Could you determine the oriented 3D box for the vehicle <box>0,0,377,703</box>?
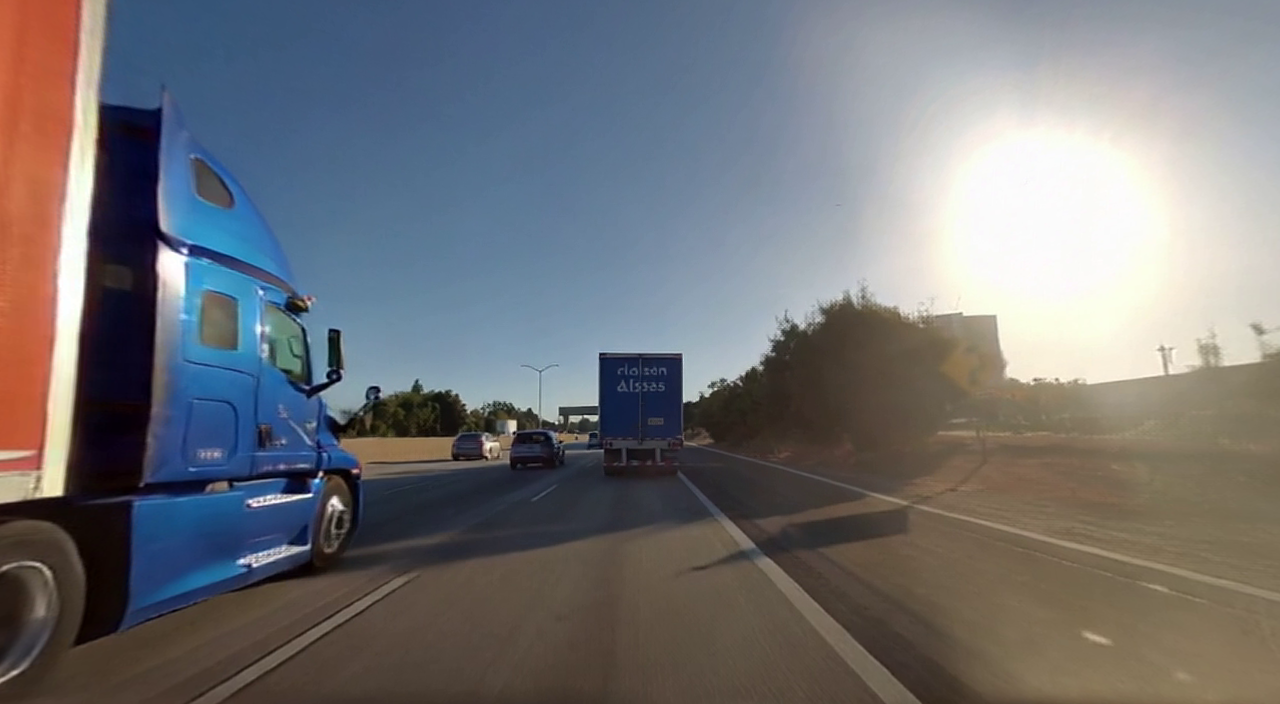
[{"bbox_3d":[-4.270,-0.159,3.715,3.007,4.031,6.044,0,-7,-3],"label":"vehicle"}]

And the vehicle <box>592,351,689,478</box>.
[{"bbox_3d":[-0.169,2.715,25.741,3.118,4.106,10.719,0,-8,-2],"label":"vehicle"}]

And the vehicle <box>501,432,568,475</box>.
[{"bbox_3d":[-3.974,3.874,24.329,1.933,1.492,3.838,0,-8,0],"label":"vehicle"}]
